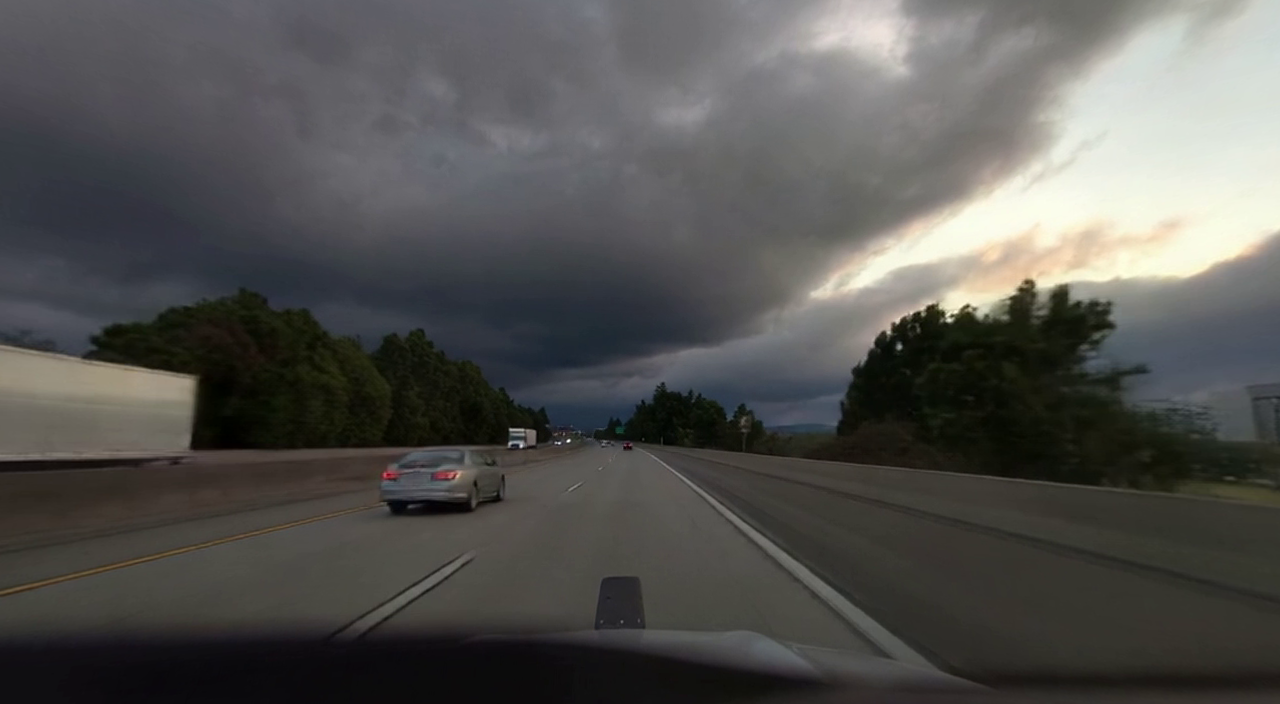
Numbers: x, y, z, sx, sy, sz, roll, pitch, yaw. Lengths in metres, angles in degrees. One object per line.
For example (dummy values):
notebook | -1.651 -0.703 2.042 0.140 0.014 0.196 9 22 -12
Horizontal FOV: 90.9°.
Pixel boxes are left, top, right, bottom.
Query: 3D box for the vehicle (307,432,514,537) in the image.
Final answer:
vehicle | -3.938 2.366 11.909 2.083 1.560 4.713 0 -9 1

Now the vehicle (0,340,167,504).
vehicle | -17.297 1.918 16.796 2.873 4.028 8.146 0 -9 0
